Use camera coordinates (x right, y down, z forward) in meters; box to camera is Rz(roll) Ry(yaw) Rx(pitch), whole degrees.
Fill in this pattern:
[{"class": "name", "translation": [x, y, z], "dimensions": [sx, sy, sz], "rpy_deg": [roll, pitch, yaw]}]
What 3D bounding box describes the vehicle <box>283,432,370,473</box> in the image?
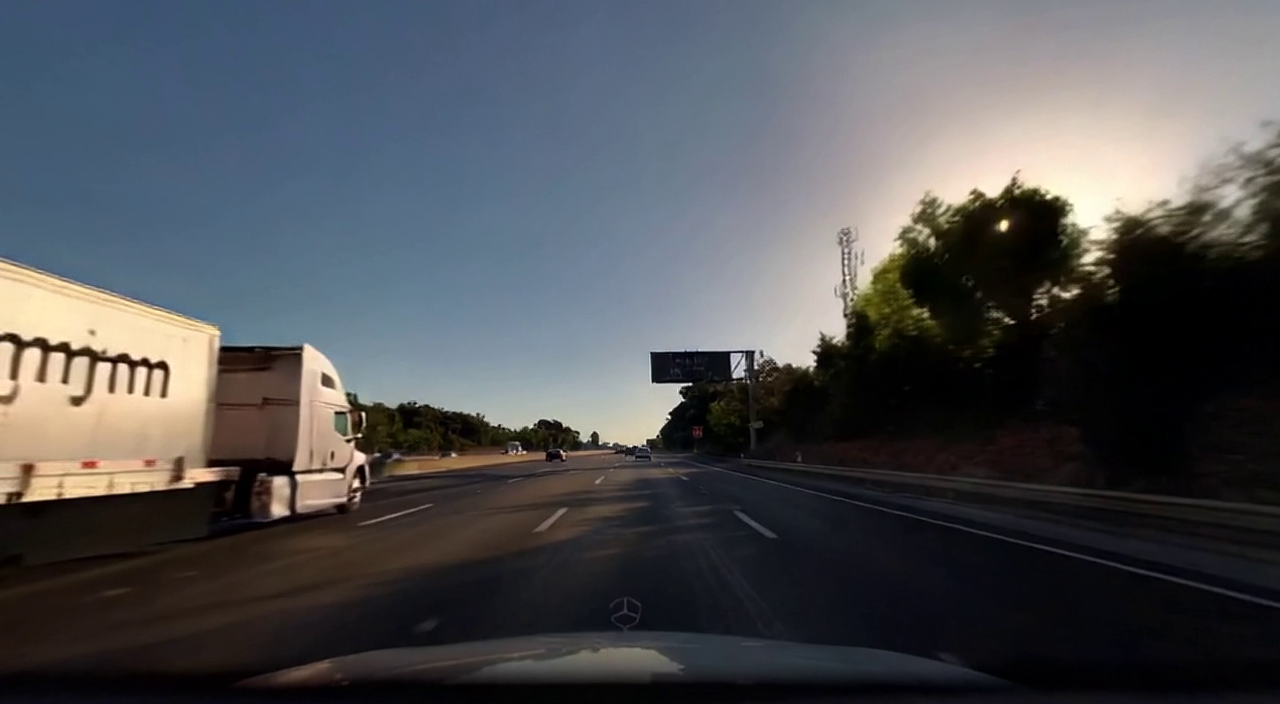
[{"class": "vehicle", "translation": [-18.587, 5.998, 37.814], "dimensions": [2.176, 2.251, 5.723], "rpy_deg": [0, -9, 0]}]
